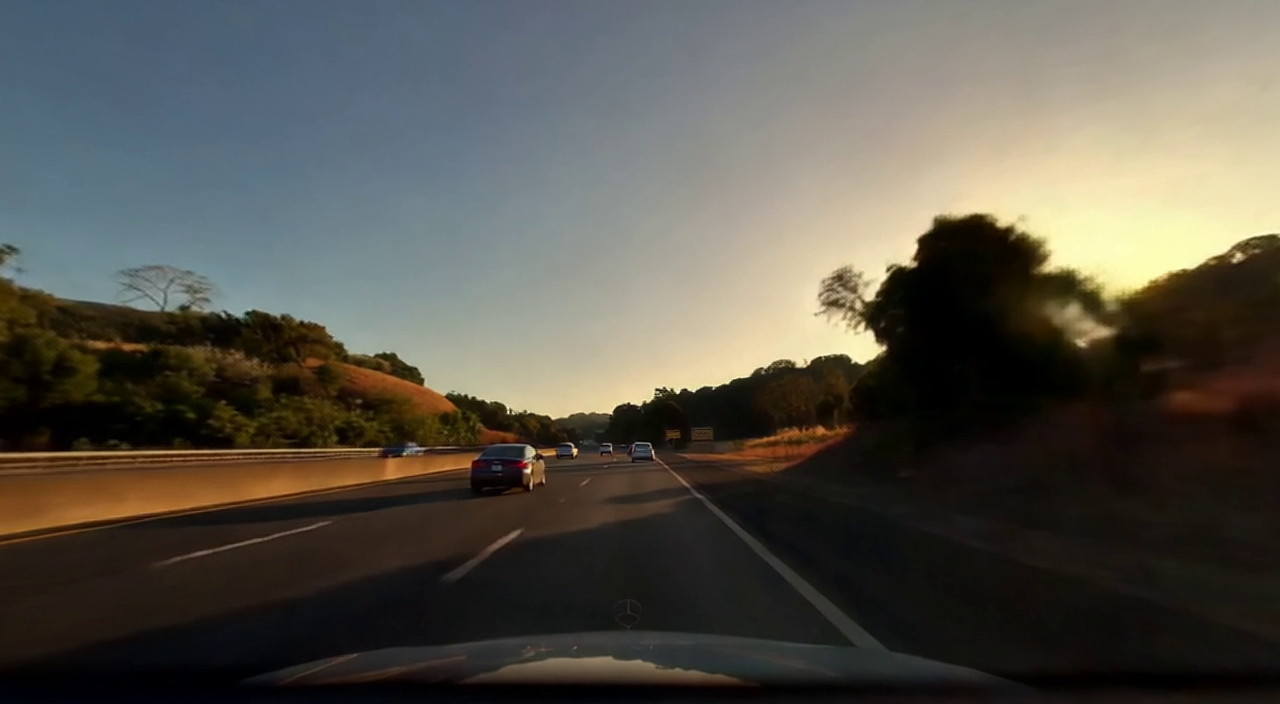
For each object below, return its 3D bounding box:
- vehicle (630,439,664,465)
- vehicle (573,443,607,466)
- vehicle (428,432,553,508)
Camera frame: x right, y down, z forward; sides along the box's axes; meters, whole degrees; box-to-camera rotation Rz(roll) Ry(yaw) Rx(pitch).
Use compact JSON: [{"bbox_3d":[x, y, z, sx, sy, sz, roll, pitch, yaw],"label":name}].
[{"bbox_3d":[0.448,7.096,44.800,2.259,1.697,4.106,0,-8,-1],"label":"vehicle"},{"bbox_3d":[-3.485,7.202,44.435,2.066,1.497,4.253,0,-8,0],"label":"vehicle"},{"bbox_3d":[-3.604,2.923,16.120,2.028,1.634,4.441,0,-8,1],"label":"vehicle"}]
